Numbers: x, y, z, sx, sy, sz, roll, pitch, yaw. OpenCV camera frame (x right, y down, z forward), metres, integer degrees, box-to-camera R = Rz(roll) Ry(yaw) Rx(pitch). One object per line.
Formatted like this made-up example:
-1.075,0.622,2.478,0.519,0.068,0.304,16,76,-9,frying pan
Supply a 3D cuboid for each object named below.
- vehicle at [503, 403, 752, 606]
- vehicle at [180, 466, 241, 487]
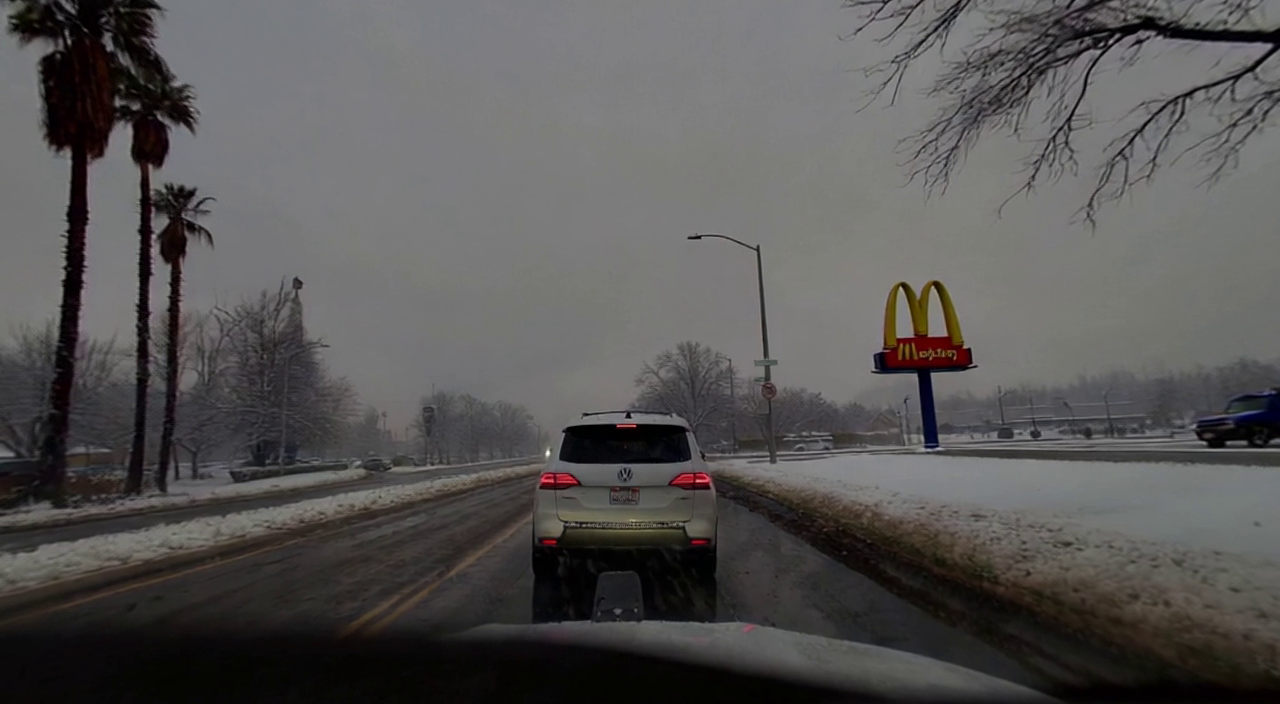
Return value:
-0.149,1.610,7.484,2.137,1.728,3.926,0,-9,-1,vehicle
-33.267,9.655,49.023,1.792,1.439,3.952,-1,-9,3,vehicle
